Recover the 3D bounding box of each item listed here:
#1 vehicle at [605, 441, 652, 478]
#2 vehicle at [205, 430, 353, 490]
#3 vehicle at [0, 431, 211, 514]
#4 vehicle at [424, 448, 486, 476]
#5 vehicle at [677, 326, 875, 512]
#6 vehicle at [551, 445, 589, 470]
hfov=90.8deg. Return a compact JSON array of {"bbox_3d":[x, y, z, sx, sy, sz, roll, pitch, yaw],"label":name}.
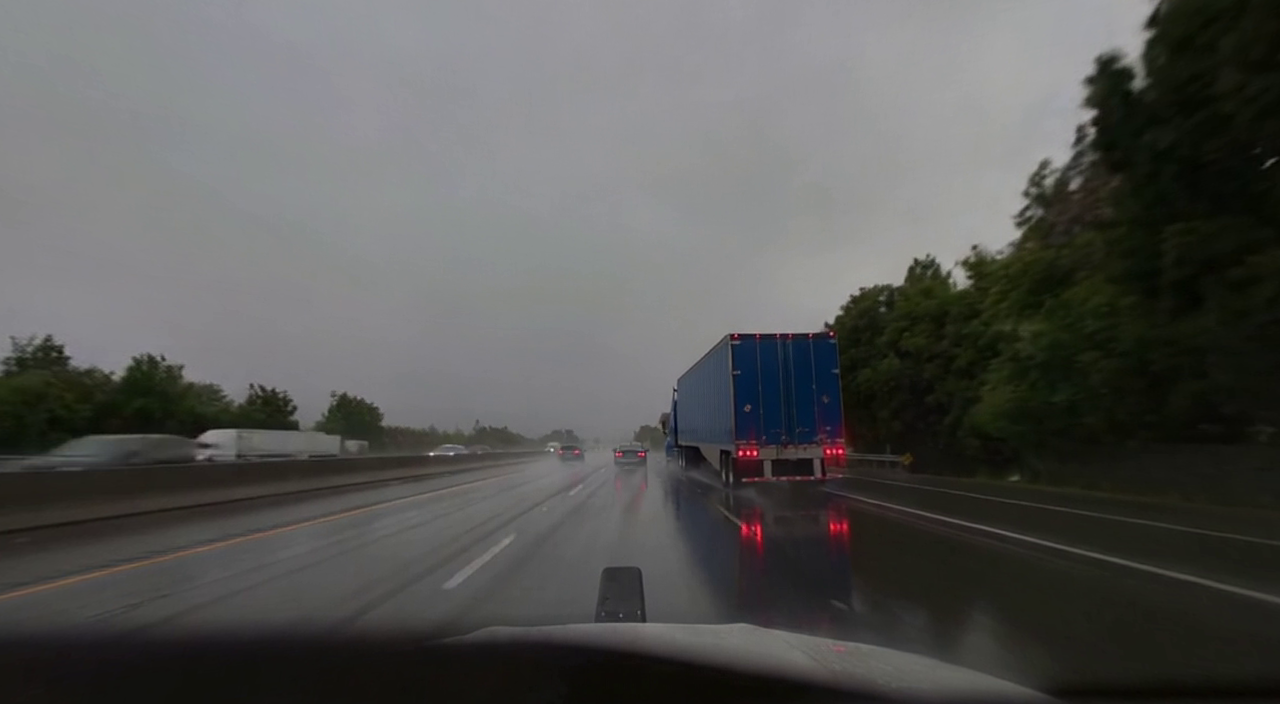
[{"bbox_3d":[-0.538,5.265,31.249,2.191,1.685,4.015,0,-9,0],"label":"vehicle"},{"bbox_3d":[-17.287,5.211,30.994,2.773,2.568,7.350,0,-9,1],"label":"vehicle"},{"bbox_3d":[-14.020,3.072,16.625,1.997,1.856,4.782,0,-9,0],"label":"vehicle"},{"bbox_3d":[-10.290,6.140,35.444,2.009,1.472,4.305,0,-9,2],"label":"vehicle"},{"bbox_3d":[3.464,2.660,22.021,2.996,4.123,15.965,0,-9,-1],"label":"vehicle"},{"bbox_3d":[-4.487,6.834,41.010,1.995,1.491,4.317,0,-9,0],"label":"vehicle"}]
